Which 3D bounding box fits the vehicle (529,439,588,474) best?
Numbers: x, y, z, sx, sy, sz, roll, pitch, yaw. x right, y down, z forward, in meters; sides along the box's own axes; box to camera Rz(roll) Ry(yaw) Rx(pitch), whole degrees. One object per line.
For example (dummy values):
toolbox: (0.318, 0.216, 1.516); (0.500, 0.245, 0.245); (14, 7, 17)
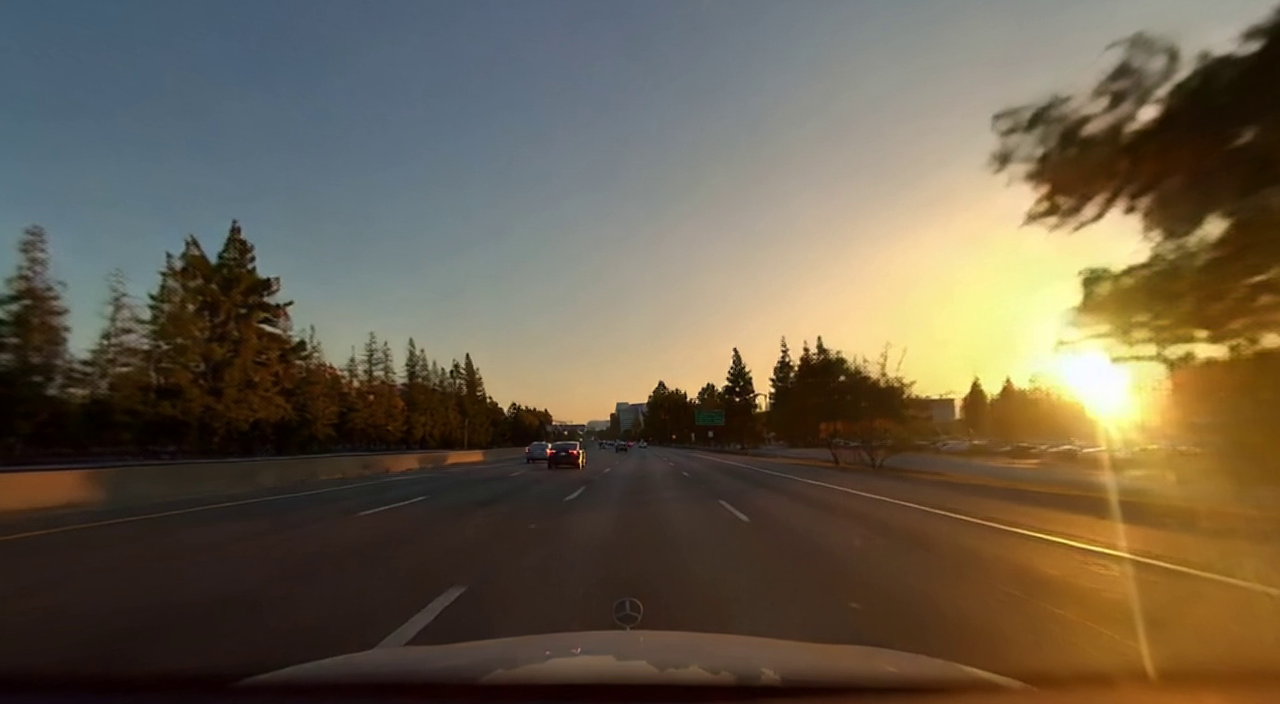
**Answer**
vehicle: (-3.657, 4.776, 29.063); (2.128, 1.450, 4.078); (0, -8, 1)
